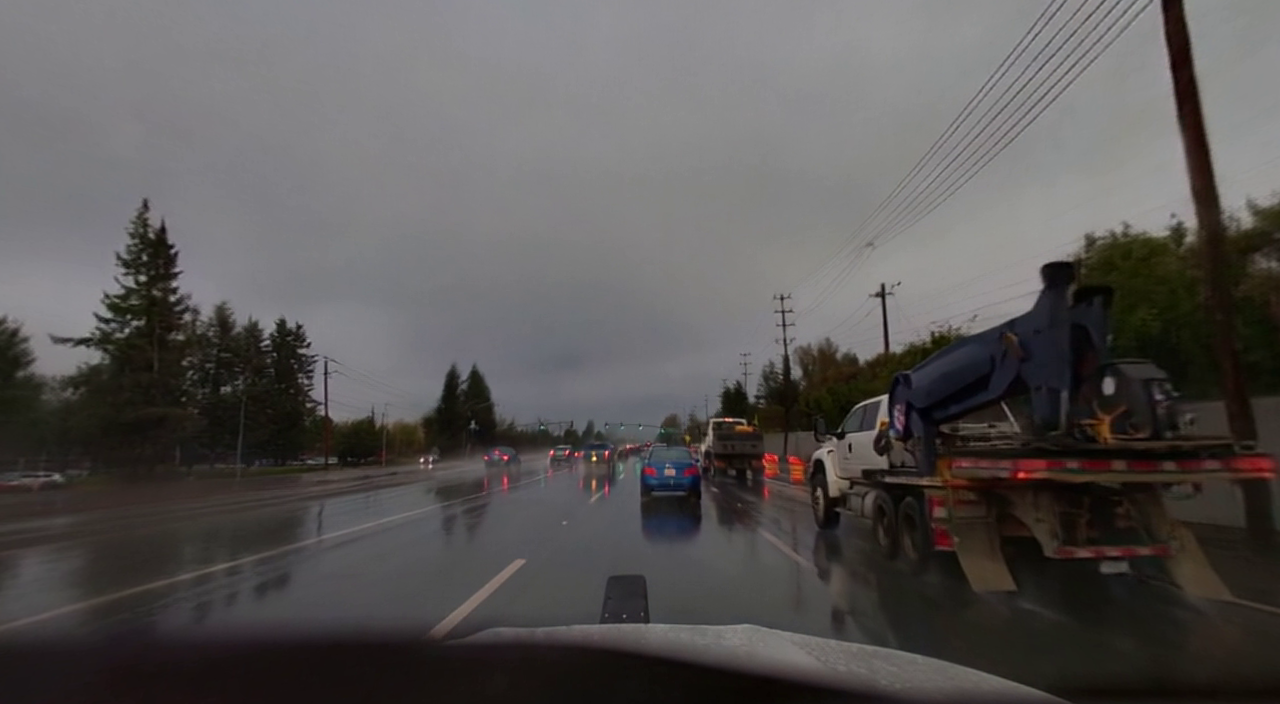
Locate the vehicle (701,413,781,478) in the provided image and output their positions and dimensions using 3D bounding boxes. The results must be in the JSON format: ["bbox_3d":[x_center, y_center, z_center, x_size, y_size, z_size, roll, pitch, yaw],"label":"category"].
[{"bbox_3d":[4.861,4.658,31.577,2.953,2.907,6.339,0,-8,0],"label":"vehicle"}]

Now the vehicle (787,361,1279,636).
[{"bbox_3d":[3.854,1.524,7.806,2.555,2.017,6.201,0,-9,0],"label":"vehicle"}]

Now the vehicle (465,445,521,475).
[{"bbox_3d":[-7.909,5.843,34.494,2.018,1.490,4.926,0,-8,-2],"label":"vehicle"}]

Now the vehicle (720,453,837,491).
[{"bbox_3d":[5.030,4.569,24.536,2.554,1.217,7.611,0,-9,-2],"label":"vehicle"}]

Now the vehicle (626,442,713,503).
[{"bbox_3d":[0.742,3.248,17.485,2.128,1.473,4.272,0,-8,1],"label":"vehicle"}]

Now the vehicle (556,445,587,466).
[{"bbox_3d":[-5.284,8.095,49.352,1.999,1.538,4.325,0,-9,-1],"label":"vehicle"}]

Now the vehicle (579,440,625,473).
[{"bbox_3d":[-2.103,5.944,35.992,1.989,1.729,4.184,-1,-9,5],"label":"vehicle"}]
